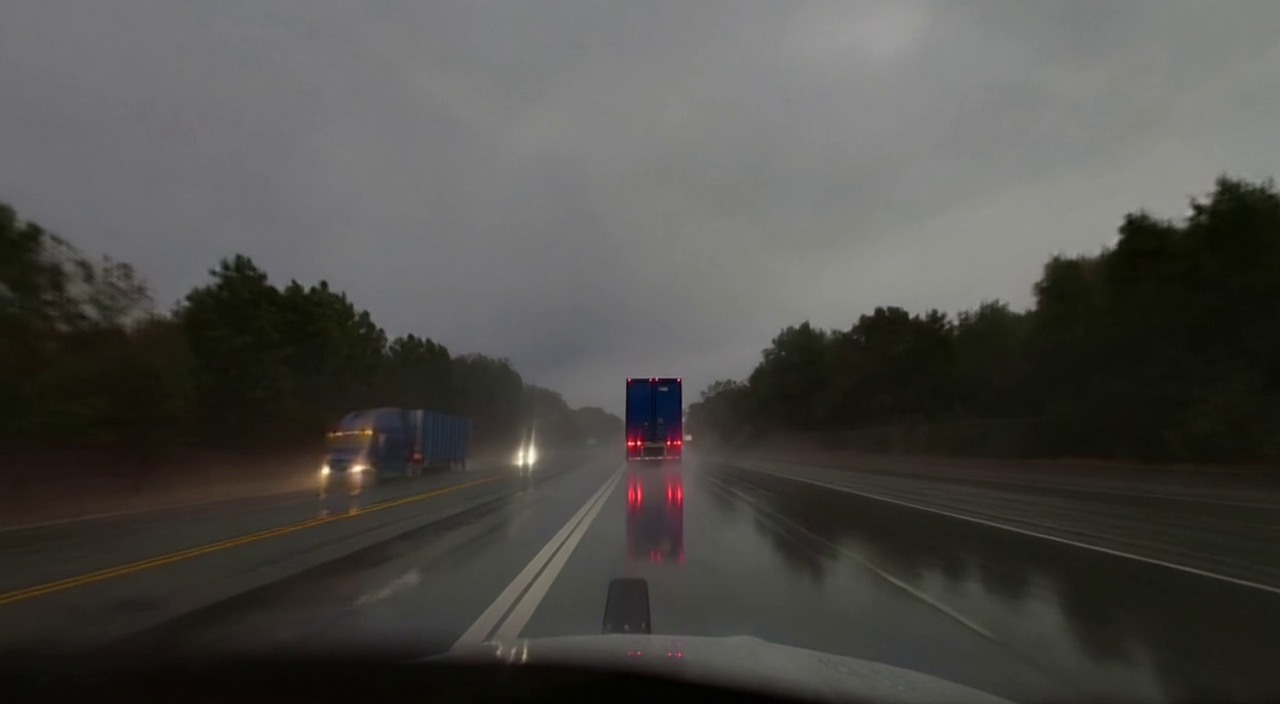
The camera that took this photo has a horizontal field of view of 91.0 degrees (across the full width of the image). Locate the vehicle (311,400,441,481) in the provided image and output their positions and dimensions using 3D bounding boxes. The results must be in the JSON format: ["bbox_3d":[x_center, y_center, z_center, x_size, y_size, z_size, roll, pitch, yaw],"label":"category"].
[{"bbox_3d":[-14.775,5.112,36.449,3.041,4.004,10.215,0,-8,0],"label":"vehicle"}]

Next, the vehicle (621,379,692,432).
[{"bbox_3d":[0.529,2.297,25.800,2.509,1.890,4.732,0,-8,-3],"label":"vehicle"}]
